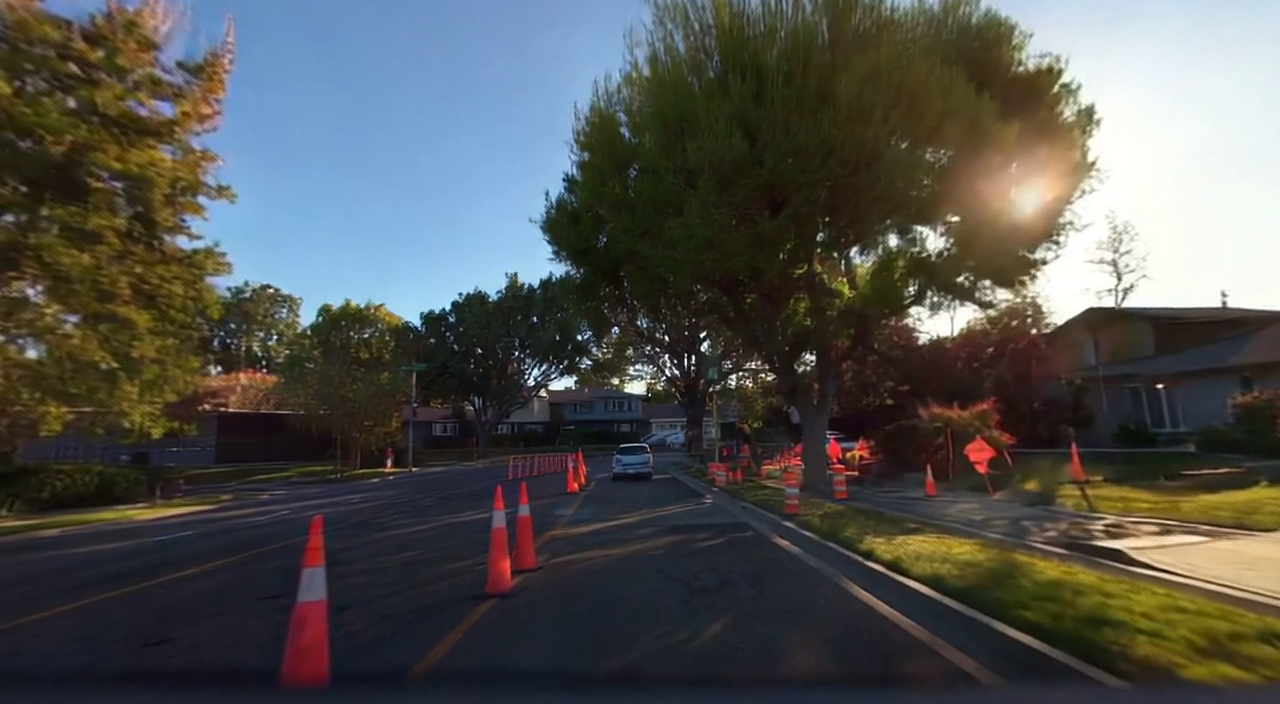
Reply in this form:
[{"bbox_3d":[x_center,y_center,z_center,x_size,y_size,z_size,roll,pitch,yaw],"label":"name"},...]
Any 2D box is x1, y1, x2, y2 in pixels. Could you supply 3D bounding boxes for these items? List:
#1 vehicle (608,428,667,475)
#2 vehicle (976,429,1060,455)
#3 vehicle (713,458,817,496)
[{"bbox_3d":[-0.147,3.912,24.916,2.151,1.708,4.084,0,-8,-2],"label":"vehicle"},{"bbox_3d":[24.201,5.787,40.409,4.151,1.429,1.743,-2,-8,2],"label":"vehicle"},{"bbox_3d":[3.288,3.367,17.188,2.123,0.883,3.024,0,-8,-2],"label":"vehicle"}]
